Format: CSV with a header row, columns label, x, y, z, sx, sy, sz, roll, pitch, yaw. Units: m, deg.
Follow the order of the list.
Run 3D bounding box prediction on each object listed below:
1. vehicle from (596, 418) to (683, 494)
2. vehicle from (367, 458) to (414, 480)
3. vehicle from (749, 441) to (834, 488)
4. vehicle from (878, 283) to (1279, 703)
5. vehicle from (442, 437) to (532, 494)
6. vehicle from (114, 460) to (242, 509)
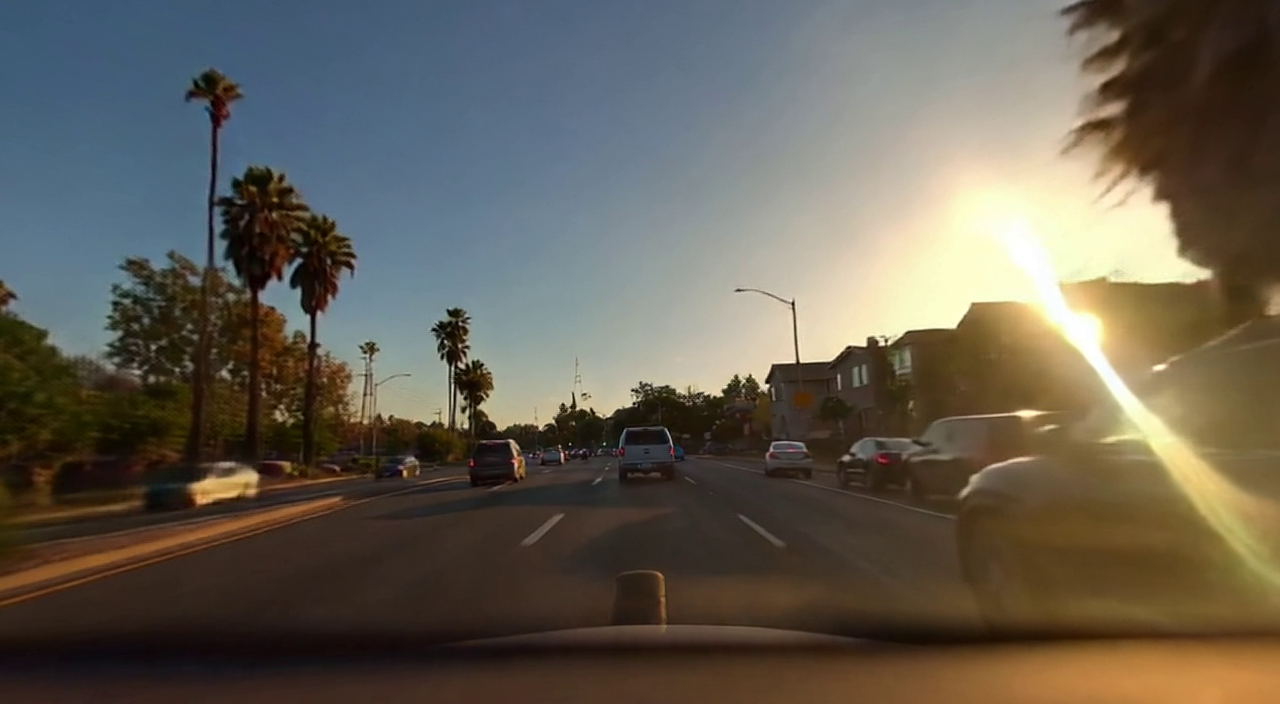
label,x,y,z,sx,sy,sz,roll,pitch,yaw
vehicle,-0.193,3.444,21.169,2.507,2.161,6.049,0,-9,-3
vehicle,-19.135,8.984,48.364,1.994,1.524,4.698,0,-9,-4
vehicle,4.984,3.757,21.357,2.178,1.411,4.732,-1,-9,6
vehicle,3.362,0.711,2.170,2.576,1.815,6.267,0,-9,0
vehicle,-5.011,3.777,21.275,2.235,1.682,4.662,0,-9,-5
vehicle,-18.773,5.380,25.832,2.048,1.679,4.356,-1,-9,-2
